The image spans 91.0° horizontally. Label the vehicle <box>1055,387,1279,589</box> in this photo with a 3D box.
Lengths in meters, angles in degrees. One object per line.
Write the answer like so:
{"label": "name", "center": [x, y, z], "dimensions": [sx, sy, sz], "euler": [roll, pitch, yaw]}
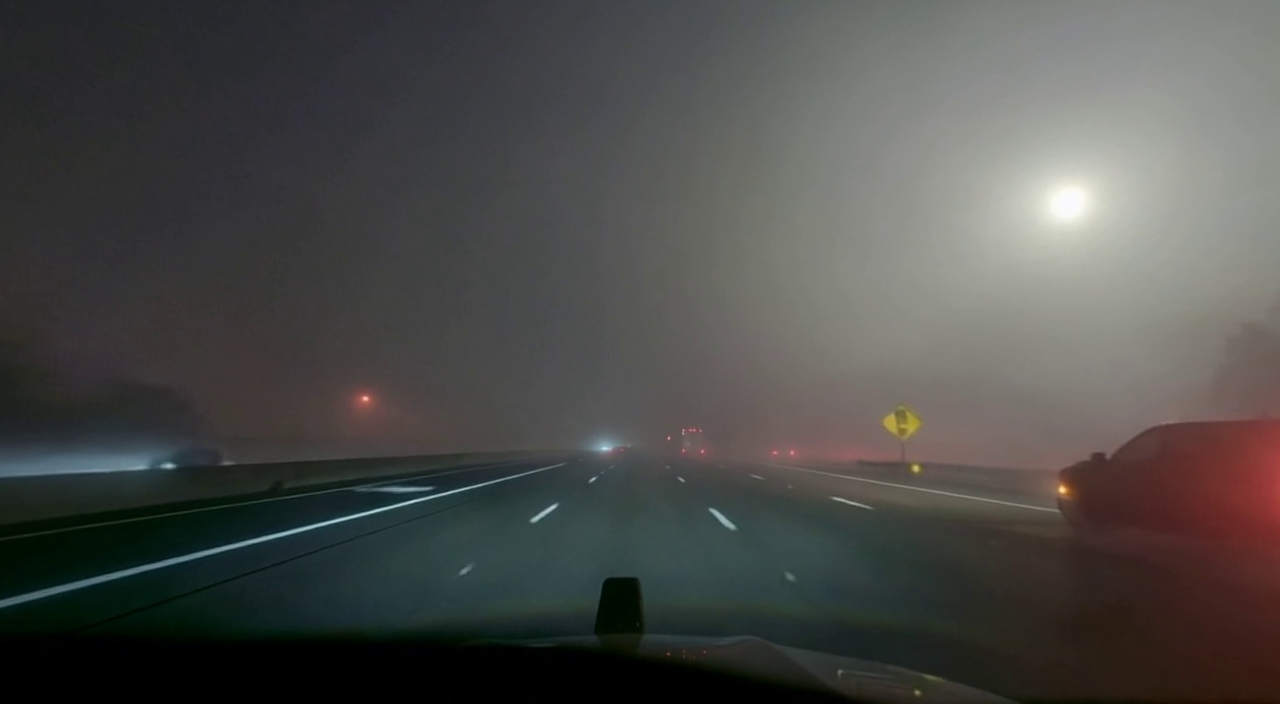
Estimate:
{"label": "vehicle", "center": [6.721, 1.295, 6.191], "dimensions": [2.096, 1.767, 4.601], "euler": [0, -9, 0]}
